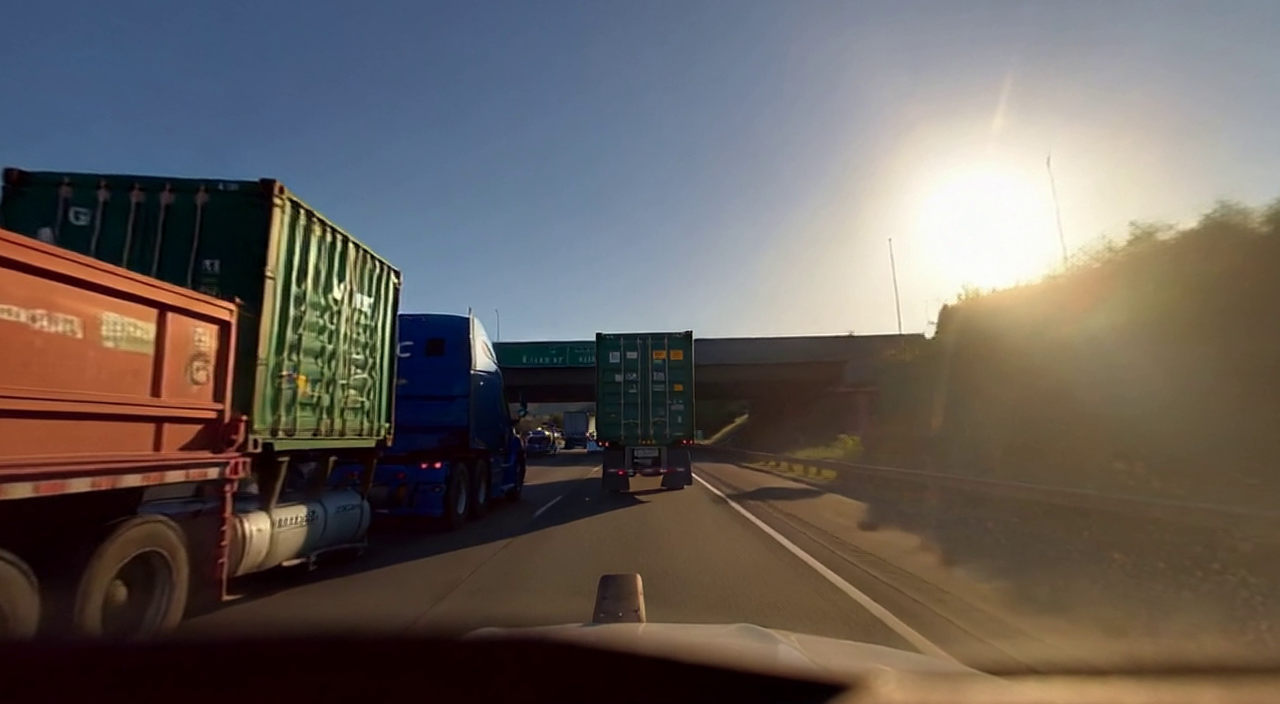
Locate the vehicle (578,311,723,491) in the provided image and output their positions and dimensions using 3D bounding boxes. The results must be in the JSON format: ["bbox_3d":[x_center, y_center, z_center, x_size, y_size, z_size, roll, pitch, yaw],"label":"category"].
[{"bbox_3d":[0.193,1.666,18.664,3.357,4.212,7.519,0,-8,-1],"label":"vehicle"}]

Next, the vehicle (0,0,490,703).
[{"bbox_3d":[-3.697,-0.402,2.322,2.873,4.198,13.317,-1,-8,1],"label":"vehicle"}]
